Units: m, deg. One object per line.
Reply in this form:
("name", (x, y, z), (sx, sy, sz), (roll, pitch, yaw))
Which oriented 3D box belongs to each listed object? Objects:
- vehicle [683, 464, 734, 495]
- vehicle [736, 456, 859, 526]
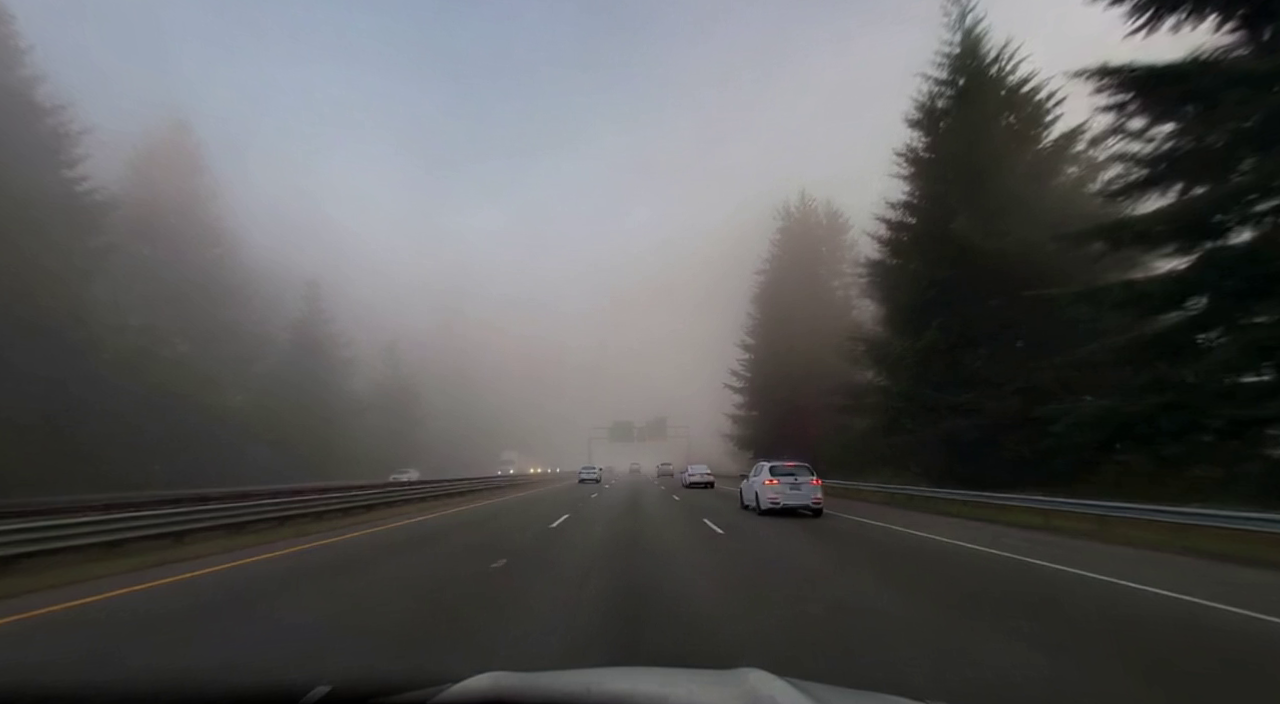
("vehicle", (3.523, 6.717, 33.347), (2.051, 1.472, 4.547), (1, -10, -2))
("vehicle", (4.035, 3.675, 17.043), (2.010, 1.579, 4.679), (1, -10, -2))
